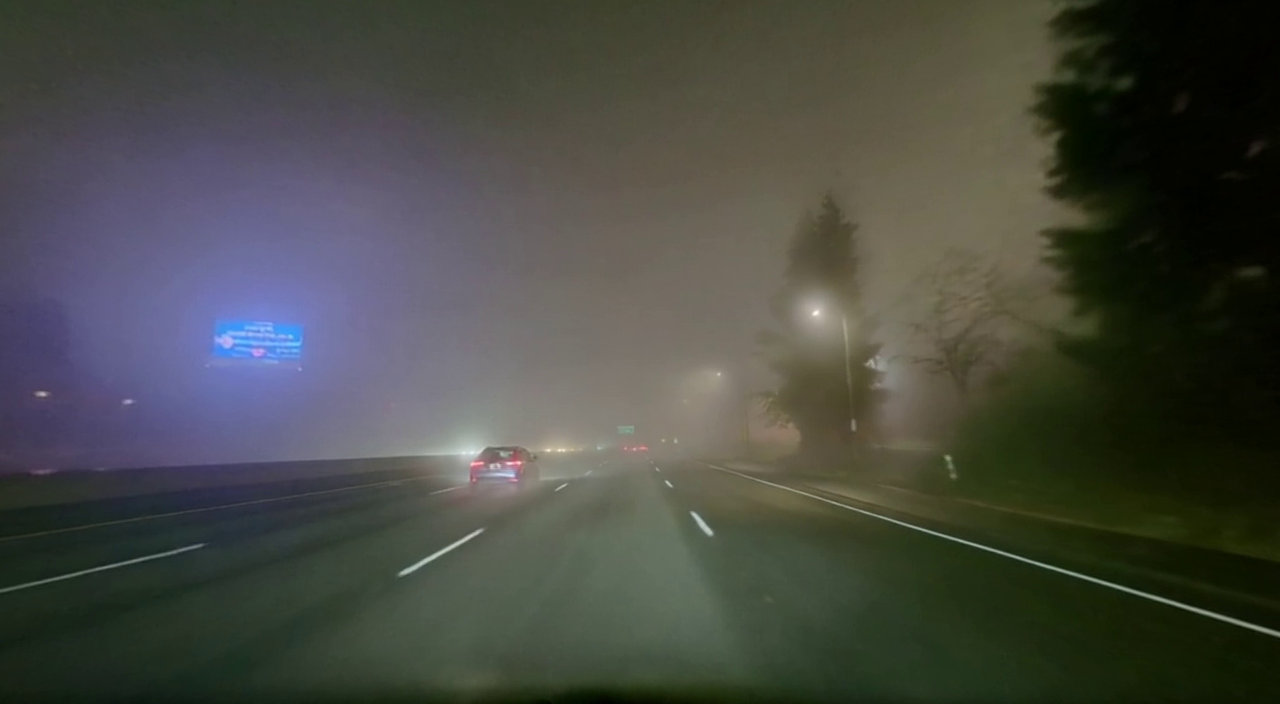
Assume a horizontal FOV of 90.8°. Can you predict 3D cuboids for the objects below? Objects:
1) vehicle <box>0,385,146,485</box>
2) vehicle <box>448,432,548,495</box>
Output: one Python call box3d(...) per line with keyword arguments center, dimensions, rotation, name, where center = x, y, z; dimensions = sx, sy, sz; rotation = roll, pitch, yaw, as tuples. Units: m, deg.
box3d(center=(-26.135, 3.057, 23.359), dimensions=(2.850, 3.808, 16.213), rotation=(0, -9, 0), name="vehicle")
box3d(center=(-4.336, 3.483, 20.131), dimensions=(2.102, 1.727, 4.704), rotation=(0, -9, 0), name="vehicle")
